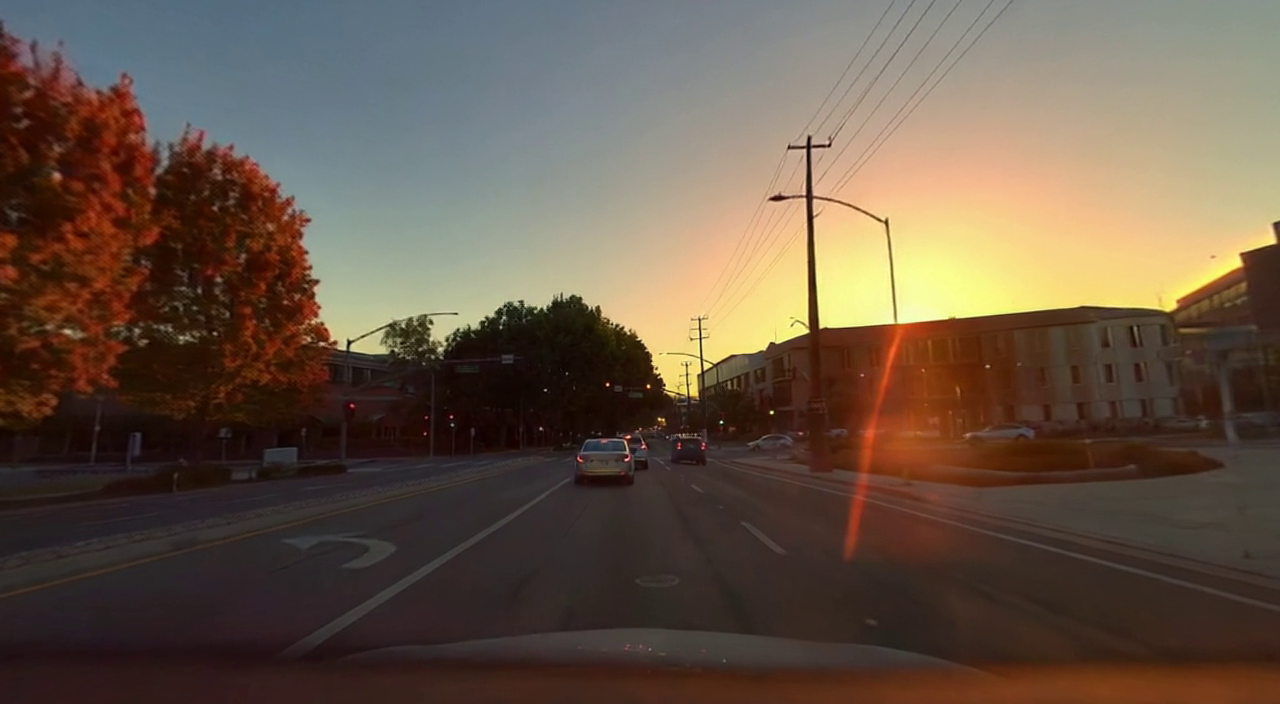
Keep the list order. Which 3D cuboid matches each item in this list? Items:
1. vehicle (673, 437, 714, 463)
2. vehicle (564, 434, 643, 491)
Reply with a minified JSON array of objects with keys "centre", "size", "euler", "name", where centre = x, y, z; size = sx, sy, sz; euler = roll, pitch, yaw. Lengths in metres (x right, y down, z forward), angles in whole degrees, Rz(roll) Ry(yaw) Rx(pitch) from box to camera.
[{"centre":[3.231,6.053,38.998],"size":[1.945,1.470,4.363],"euler":[0,-9,-2],"name":"vehicle"},{"centre":[-0.976,3.214,18.701],"size":[2.075,1.470,3.962],"euler":[0,-9,0],"name":"vehicle"}]
